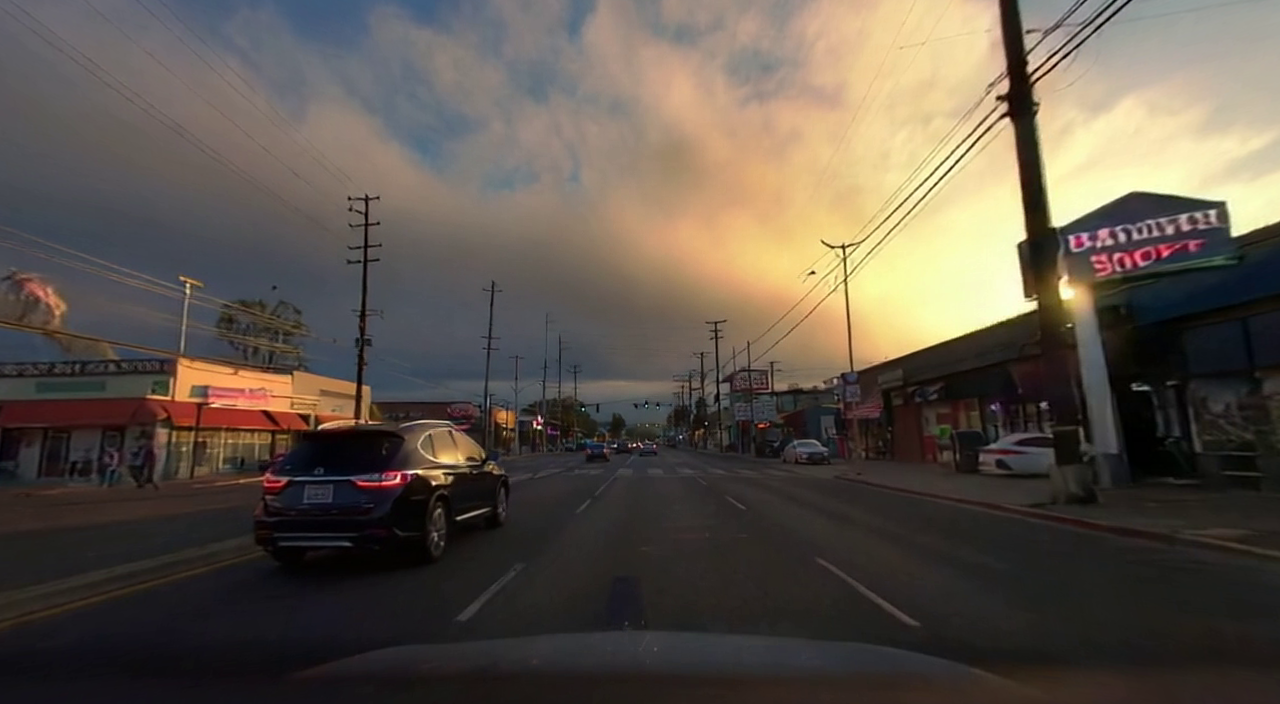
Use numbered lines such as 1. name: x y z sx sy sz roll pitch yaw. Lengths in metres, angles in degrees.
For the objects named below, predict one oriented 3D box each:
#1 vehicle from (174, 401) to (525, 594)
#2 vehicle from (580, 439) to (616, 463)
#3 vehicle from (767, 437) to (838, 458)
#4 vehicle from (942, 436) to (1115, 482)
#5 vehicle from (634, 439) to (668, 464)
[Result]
1. vehicle: -2.927 1.588 7.725 2.049 1.646 4.445 0 -9 2
2. vehicle: -2.706 6.571 41.868 1.950 1.450 4.257 0 -9 2
3. vehicle: 12.188 7.195 47.445 4.734 1.499 1.888 0 -9 -1
4. vehicle: 13.404 3.708 21.955 4.707 1.485 1.948 0 -9 -1
5. vehicle: 0.685 6.144 39.072 2.037 1.484 4.073 0 -9 1
